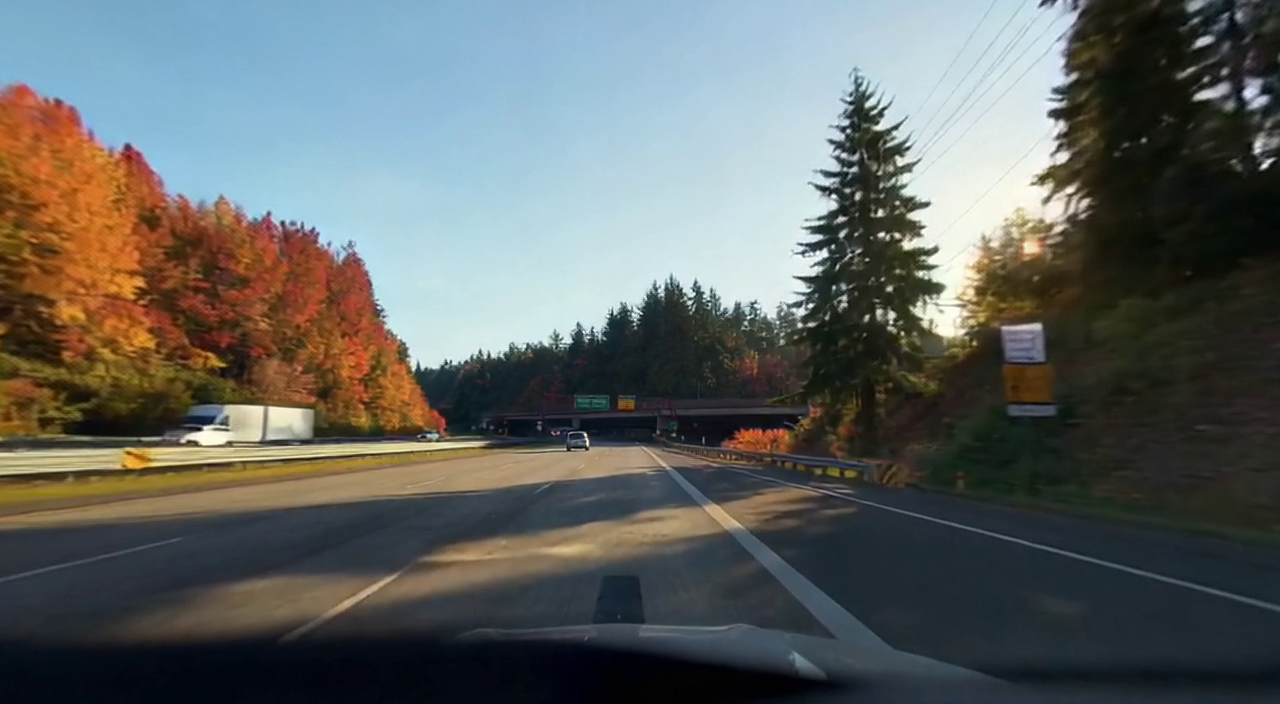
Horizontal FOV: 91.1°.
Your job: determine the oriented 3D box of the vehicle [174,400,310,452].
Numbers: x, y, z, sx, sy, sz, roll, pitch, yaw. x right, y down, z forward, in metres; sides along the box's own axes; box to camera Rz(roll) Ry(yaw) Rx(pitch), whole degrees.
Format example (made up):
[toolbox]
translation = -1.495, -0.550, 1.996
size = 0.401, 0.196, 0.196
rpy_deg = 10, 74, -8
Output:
[vehicle]
translation = -25.874, 4.960, 41.614
size = 2.968, 3.038, 9.055
rpy_deg = 0, -8, 1
